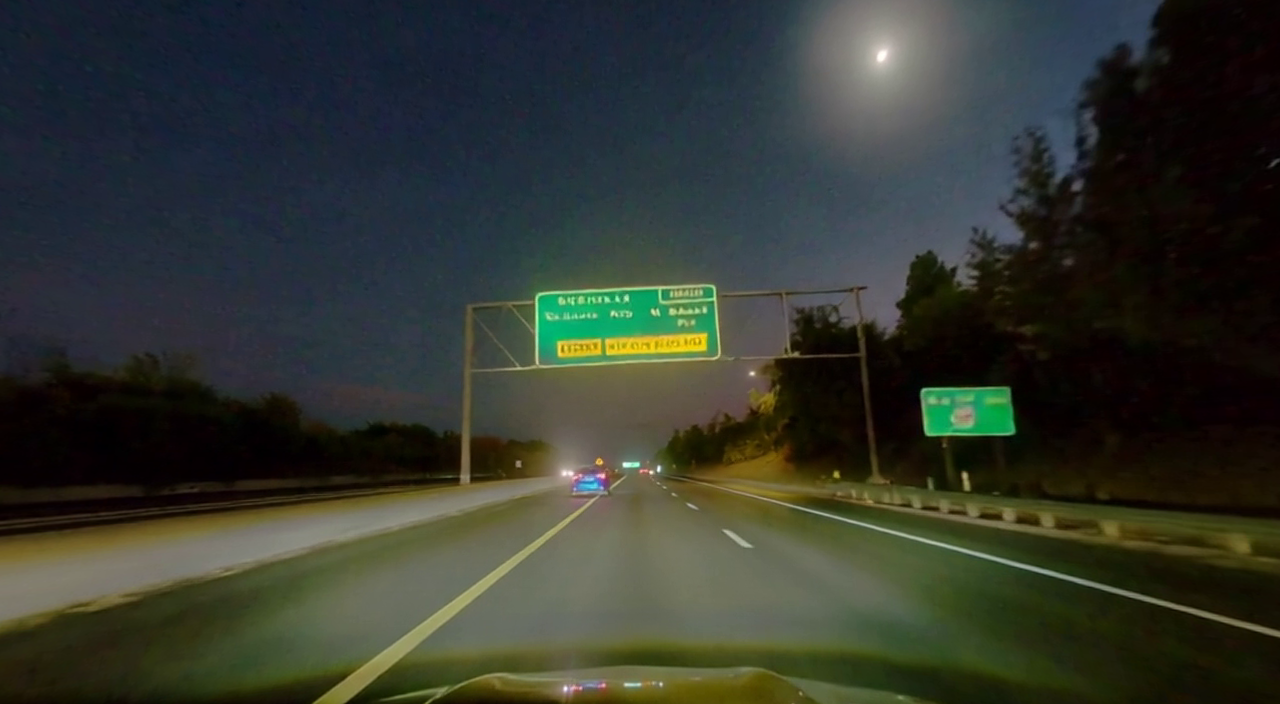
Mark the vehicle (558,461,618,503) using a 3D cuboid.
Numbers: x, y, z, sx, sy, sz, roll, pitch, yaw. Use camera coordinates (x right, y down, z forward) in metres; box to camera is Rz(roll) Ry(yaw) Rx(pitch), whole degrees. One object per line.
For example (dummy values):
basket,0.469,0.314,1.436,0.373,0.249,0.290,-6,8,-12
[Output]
vehicle,-2.066,5.311,25.996,2.016,1.530,4.009,1,-10,1
